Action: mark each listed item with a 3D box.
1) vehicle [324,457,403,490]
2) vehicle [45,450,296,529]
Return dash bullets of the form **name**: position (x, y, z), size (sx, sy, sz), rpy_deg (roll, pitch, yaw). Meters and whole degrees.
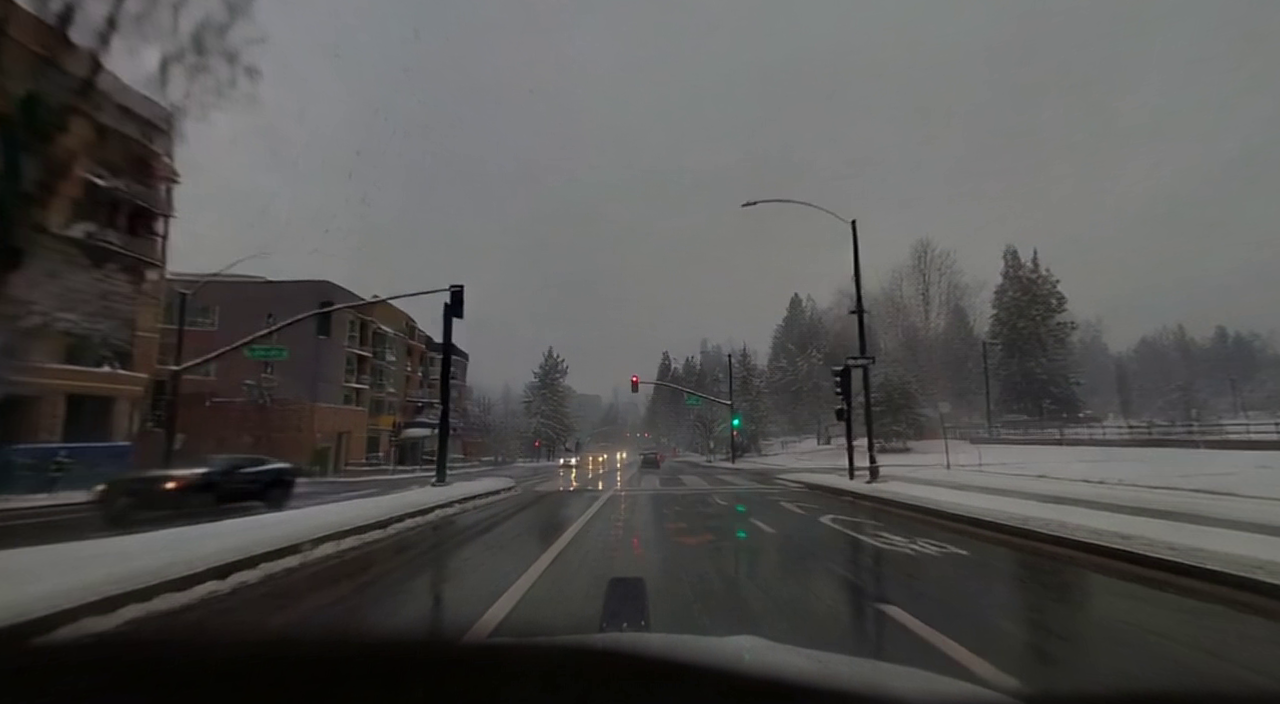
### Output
- **vehicle**: position (-13.612, 5.959, 31.278), size (1.833, 1.444, 4.325), rpy_deg (0, -9, 2)
- **vehicle**: position (-10.388, 3.038, 14.577), size (2.004, 1.469, 4.724), rpy_deg (-1, -9, 3)
